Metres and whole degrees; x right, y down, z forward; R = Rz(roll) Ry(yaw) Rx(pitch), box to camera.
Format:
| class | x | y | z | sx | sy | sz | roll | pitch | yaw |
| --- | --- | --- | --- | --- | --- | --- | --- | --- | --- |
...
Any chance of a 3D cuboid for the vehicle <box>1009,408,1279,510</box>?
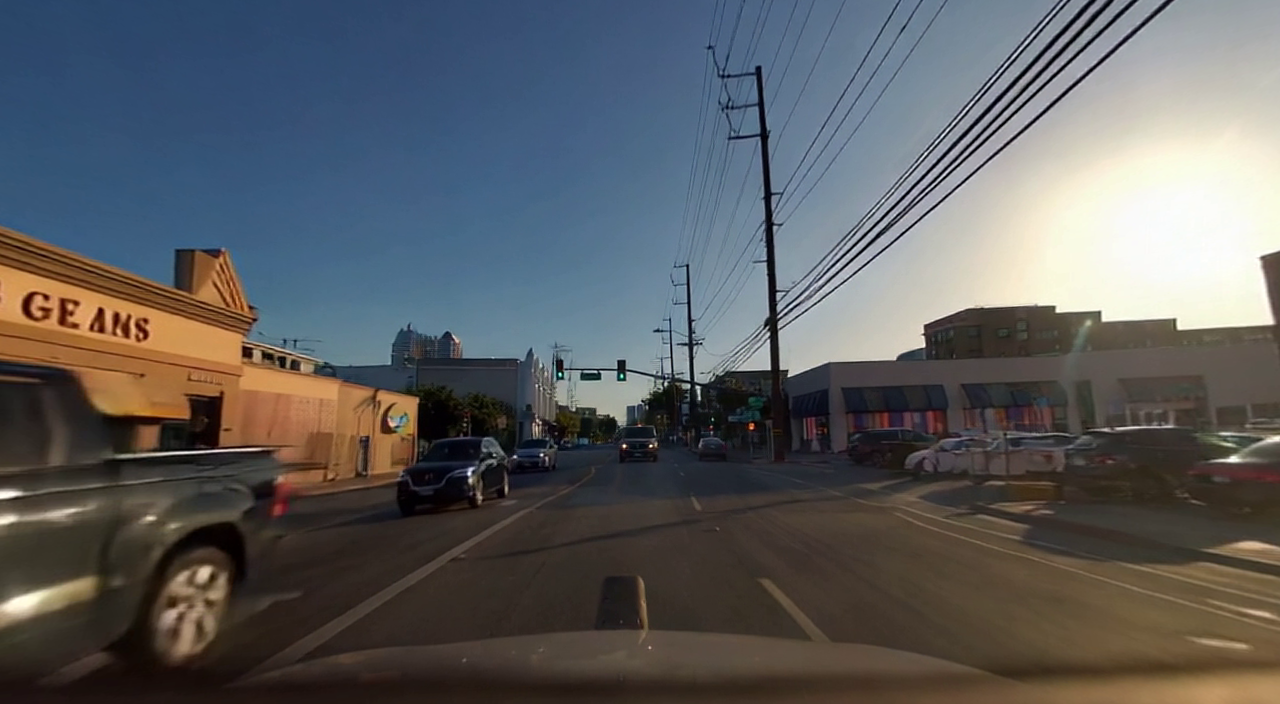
| class | x | y | z | sx | sy | sz | roll | pitch | yaw |
| --- | --- | --- | --- | --- | --- | --- | --- | --- | --- |
| vehicle | 10.722 | 2.145 | 12.948 | 4.937 | 1.827 | 2.042 | -1 | -8 | 0 |

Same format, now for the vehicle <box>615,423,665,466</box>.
| class | x | y | z | sx | sy | sz | roll | pitch | yaw |
| --- | --- | --- | --- | --- | --- | --- | --- | --- | --- |
| vehicle | 0.034 | 5.428 | 37.046 | 2.683 | 2.295 | 6.404 | 0 | -9 | 0 |

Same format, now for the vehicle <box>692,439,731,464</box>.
| class | x | y | z | sx | sy | sz | roll | pitch | yaw |
| --- | --- | --- | --- | --- | --- | --- | --- | --- | --- |
| vehicle | 4.434 | 6.250 | 39.710 | 1.926 | 1.482 | 4.442 | 0 | -9 | 0 |

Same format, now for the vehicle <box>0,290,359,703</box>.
| class | x | y | z | sx | sy | sz | roll | pitch | yaw |
| --- | --- | --- | --- | --- | --- | --- | --- | --- | --- |
| vehicle | -3.708 | 0.798 | 3.038 | 2.277 | 1.904 | 5.583 | 0 | -9 | -2 |

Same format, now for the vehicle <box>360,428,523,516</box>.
| class | x | y | z | sx | sy | sz | roll | pitch | yaw |
| --- | --- | --- | --- | --- | --- | --- | --- | --- | --- |
| vehicle | -4.103 | 2.573 | 14.070 | 2.033 | 1.572 | 4.939 | 0 | -9 | 0 |

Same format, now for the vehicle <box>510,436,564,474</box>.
| class | x | y | z | sx | sy | sz | roll | pitch | yaw |
| --- | --- | --- | --- | --- | --- | --- | --- | --- | --- |
| vehicle | -4.656 | 4.717 | 29.054 | 1.875 | 1.595 | 3.901 | 0 | -9 | -1 |

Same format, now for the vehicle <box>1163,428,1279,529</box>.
| class | x | y | z | sx | sy | sz | roll | pitch | yaw |
| --- | --- | --- | --- | --- | --- | --- | --- | --- | --- |
| vehicle | 11.467 | 1.985 | 10.221 | 4.238 | 1.464 | 1.862 | -1 | -9 | 2 |
